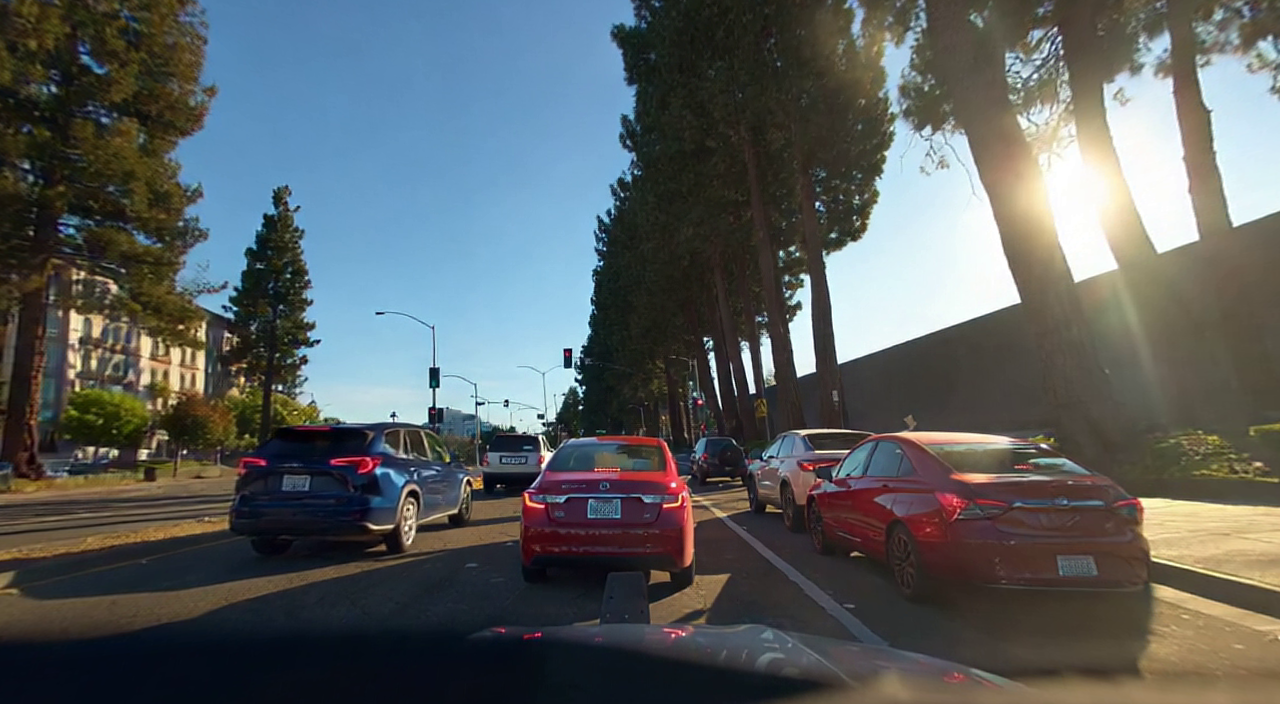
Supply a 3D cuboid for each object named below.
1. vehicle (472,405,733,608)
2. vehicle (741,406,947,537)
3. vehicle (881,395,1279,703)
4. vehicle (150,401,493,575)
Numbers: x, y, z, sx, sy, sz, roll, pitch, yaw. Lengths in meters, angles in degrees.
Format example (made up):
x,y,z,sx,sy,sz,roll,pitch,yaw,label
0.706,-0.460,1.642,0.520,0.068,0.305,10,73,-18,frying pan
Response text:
x,y,z,sx,sy,sz,roll,pitch,yaw,label
-0.352,1.585,7.423,2.114,1.631,4.459,0,-8,-1,vehicle
3.341,2.083,11.539,2.117,1.879,4.715,0,-8,-1,vehicle
3.241,1.070,3.415,2.045,1.459,4.462,0,-8,-1,vehicle
-3.751,1.710,8.743,2.141,1.718,4.809,0,-8,1,vehicle
